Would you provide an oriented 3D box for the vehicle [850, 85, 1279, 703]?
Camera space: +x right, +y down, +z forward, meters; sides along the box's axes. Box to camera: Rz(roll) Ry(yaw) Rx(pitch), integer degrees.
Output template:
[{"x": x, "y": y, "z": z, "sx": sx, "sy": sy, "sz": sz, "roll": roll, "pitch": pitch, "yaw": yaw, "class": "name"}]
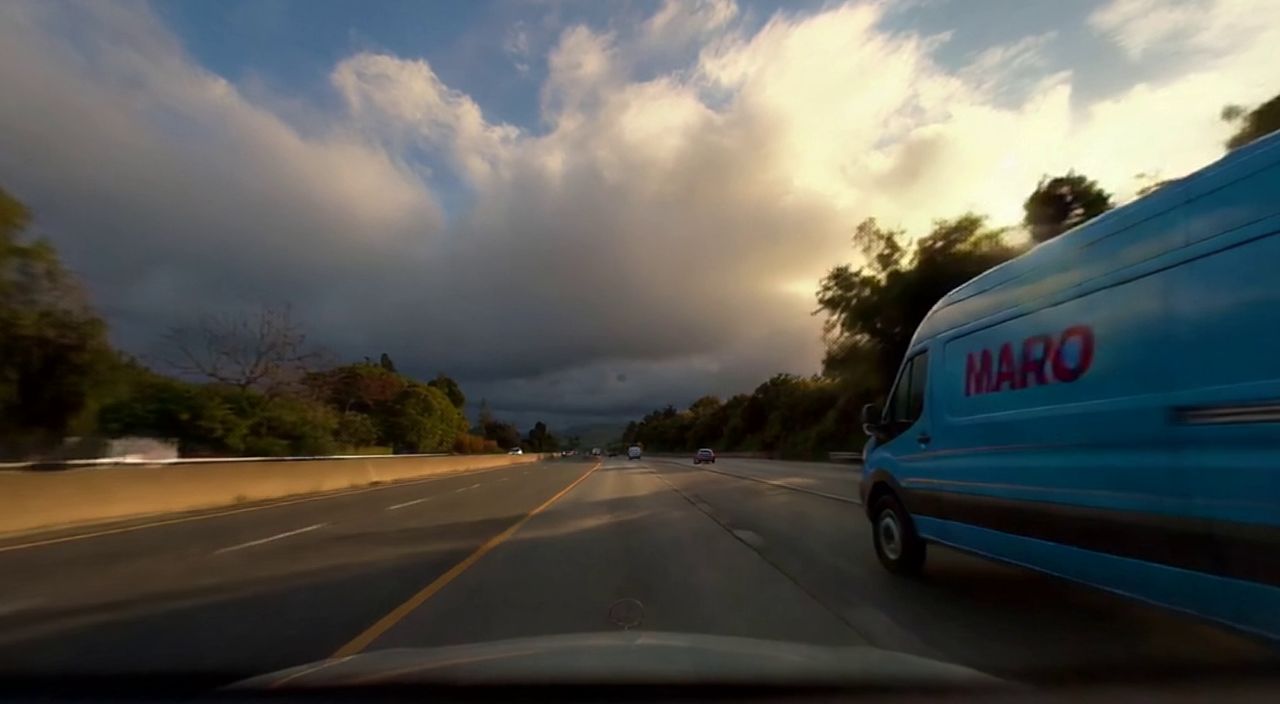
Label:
[{"x": 3.564, "y": 0.446, "z": 3.034, "sx": 2.355, "sy": 2.664, "sz": 7.367, "roll": 0, "pitch": -9, "yaw": -1, "class": "vehicle"}]
